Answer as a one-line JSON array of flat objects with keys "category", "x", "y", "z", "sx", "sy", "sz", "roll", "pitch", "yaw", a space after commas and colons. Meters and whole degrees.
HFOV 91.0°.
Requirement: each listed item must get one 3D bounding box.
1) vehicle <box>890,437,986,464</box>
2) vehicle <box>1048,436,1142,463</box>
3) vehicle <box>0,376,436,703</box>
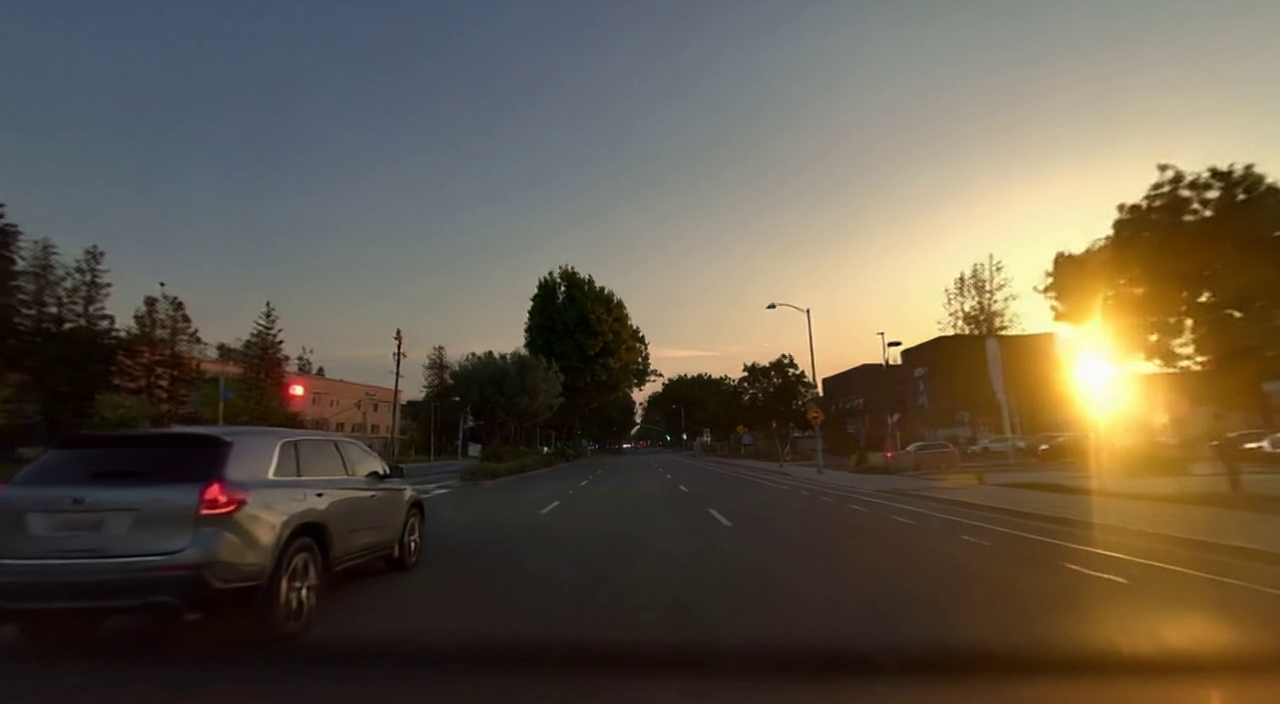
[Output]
[{"category": "vehicle", "x": 17.478, "y": 5.845, "z": 37.146, "sx": 4.671, "sy": 1.466, "sz": 1.937, "roll": 0, "pitch": -10, "yaw": 5}, {"category": "vehicle", "x": 30.058, "y": 6.461, "z": 41.733, "sx": 4.507, "sy": 1.752, "sz": 2.016, "roll": -1, "pitch": -9, "yaw": 9}, {"category": "vehicle", "x": -3.448, "y": 1.279, "z": 5.126, "sx": 2.039, "sy": 1.656, "sz": 4.710, "roll": 0, "pitch": -9, "yaw": -1}]
